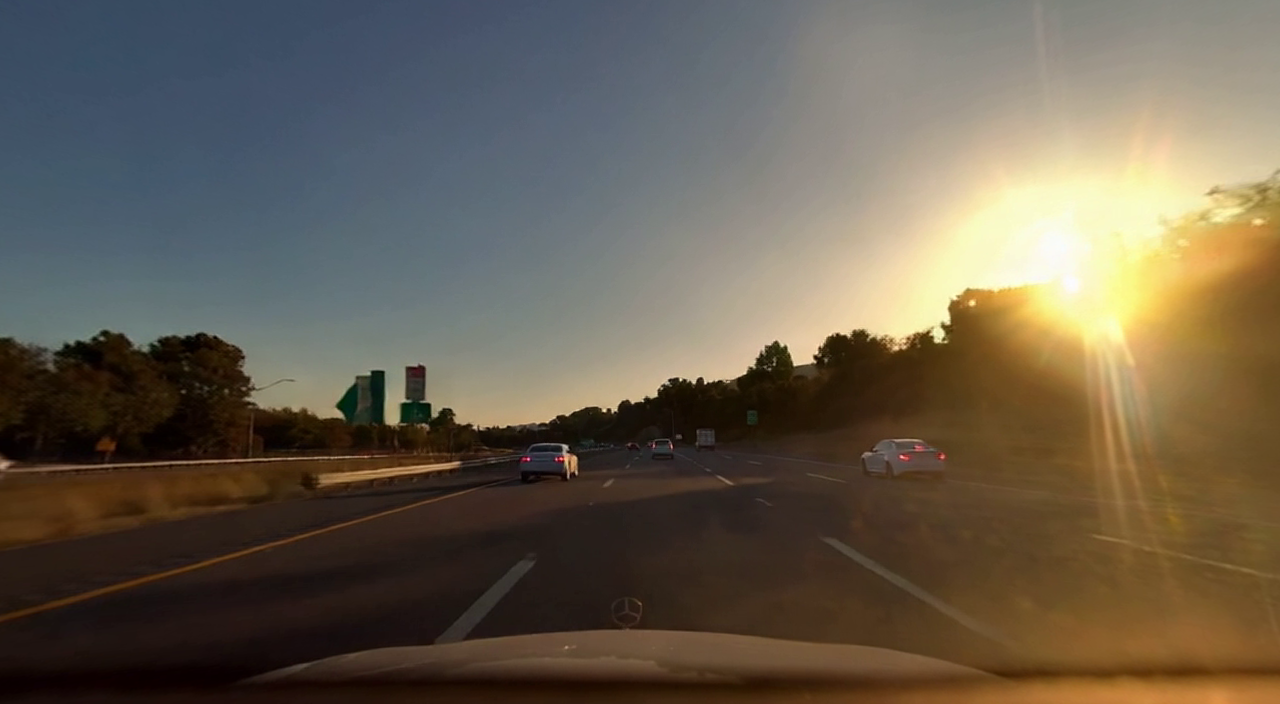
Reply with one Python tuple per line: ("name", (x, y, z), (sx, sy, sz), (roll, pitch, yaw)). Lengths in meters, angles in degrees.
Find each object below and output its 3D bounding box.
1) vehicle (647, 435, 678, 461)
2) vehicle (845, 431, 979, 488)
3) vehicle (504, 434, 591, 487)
("vehicle", (1.542, 6.680, 43.679), (2.063, 1.698, 4.355), (0, -8, 1))
("vehicle", (8.012, 3.216, 19.119), (1.870, 1.493, 5.015), (0, -8, 0))
("vehicle", (-2.888, 3.511, 20.656), (2.050, 1.546, 4.344), (0, -8, 2))
